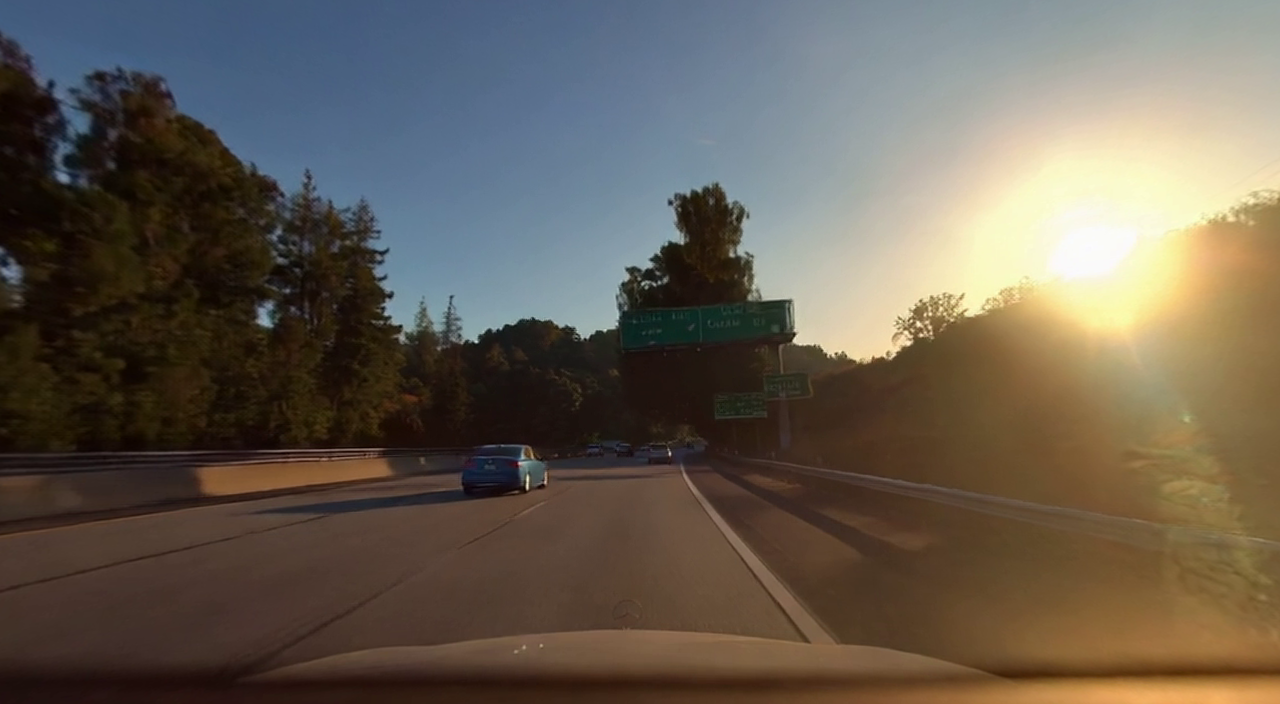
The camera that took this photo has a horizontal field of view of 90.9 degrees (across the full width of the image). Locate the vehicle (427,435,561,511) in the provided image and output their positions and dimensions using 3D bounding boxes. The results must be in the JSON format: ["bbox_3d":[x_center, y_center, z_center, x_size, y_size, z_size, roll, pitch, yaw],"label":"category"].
[{"bbox_3d":[-3.228,2.770,14.992,2.024,1.531,4.431,0,-8,1],"label":"vehicle"}]

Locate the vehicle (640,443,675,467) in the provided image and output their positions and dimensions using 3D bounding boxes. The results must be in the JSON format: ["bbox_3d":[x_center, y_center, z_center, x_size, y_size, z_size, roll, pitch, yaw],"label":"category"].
[{"bbox_3d":[1.166,6.546,40.297,2.113,1.464,4.073,0,-8,3],"label":"vehicle"}]
